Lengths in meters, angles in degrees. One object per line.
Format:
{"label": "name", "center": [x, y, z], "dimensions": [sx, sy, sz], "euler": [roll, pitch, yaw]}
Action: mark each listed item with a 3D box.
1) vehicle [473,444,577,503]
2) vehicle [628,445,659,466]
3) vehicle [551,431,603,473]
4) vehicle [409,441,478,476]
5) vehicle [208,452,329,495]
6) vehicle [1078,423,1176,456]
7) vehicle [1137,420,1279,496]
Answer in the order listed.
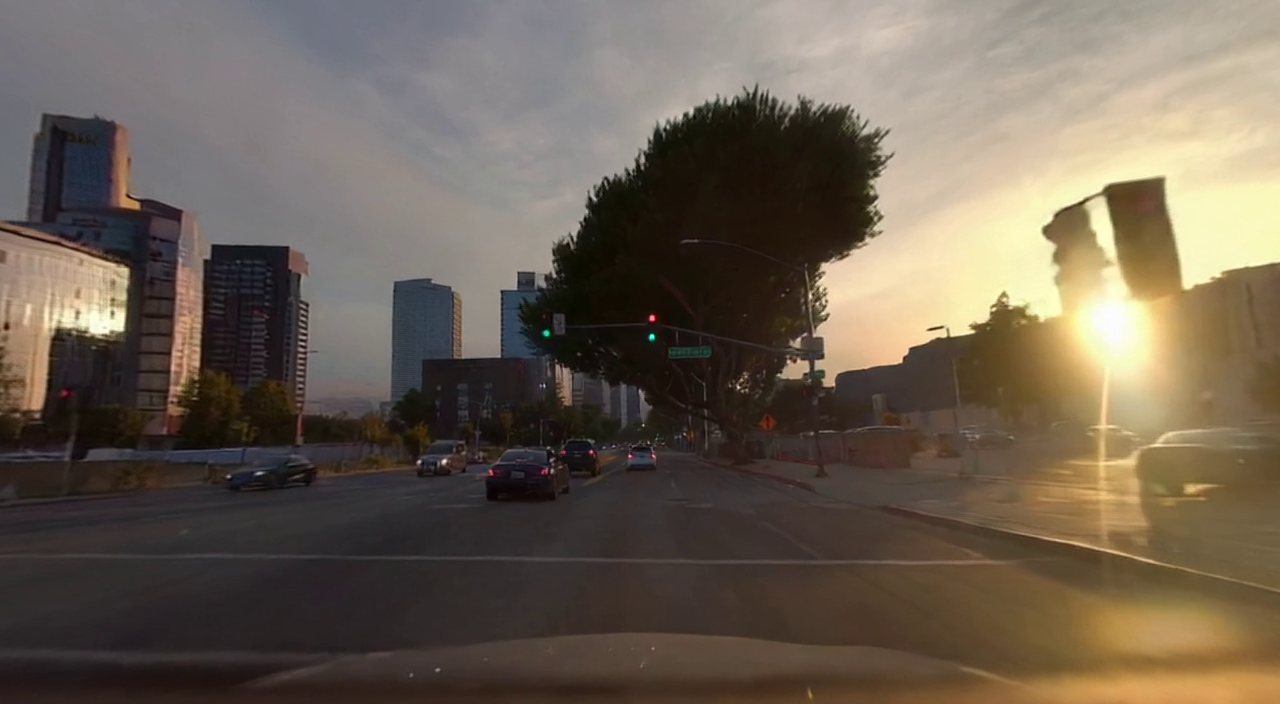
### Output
{"label": "vehicle", "center": [-3.015, 3.283, 17.566], "dimensions": [1.959, 1.406, 4.527], "euler": [0, -9, 1]}
{"label": "vehicle", "center": [0.256, 7.482, 45.876], "dimensions": [2.171, 1.422, 4.146], "euler": [0, -9, 0]}
{"label": "vehicle", "center": [-3.276, 5.334, 33.621], "dimensions": [2.240, 2.054, 4.662], "euler": [0, -9, 1]}
{"label": "vehicle", "center": [-11.369, 6.182, 36.946], "dimensions": [2.291, 1.890, 4.998], "euler": [-1, -9, 1]}
{"label": "vehicle", "center": [-14.709, 4.793, 25.349], "dimensions": [1.935, 1.481, 4.702], "euler": [-1, -9, 1]}
{"label": "vehicle", "center": [27.983, 5.058, 36.387], "dimensions": [4.014, 1.681, 1.834], "euler": [-2, -10, 22]}
{"label": "vehicle", "center": [12.103, 2.126, 12.875], "dimensions": [3.244, 1.374, 1.508], "euler": [3, -9, -22]}
